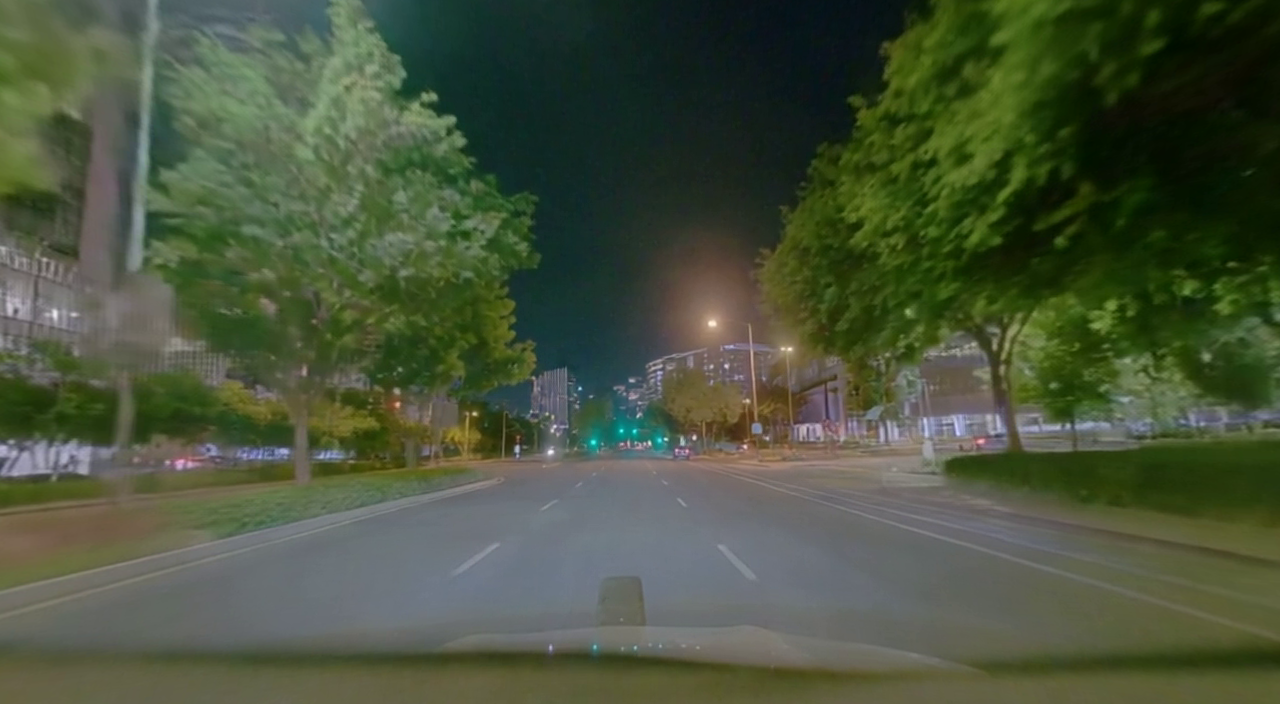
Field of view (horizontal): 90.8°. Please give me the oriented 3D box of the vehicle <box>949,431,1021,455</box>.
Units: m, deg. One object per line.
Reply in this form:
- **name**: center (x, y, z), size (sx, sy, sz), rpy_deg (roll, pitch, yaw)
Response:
- **vehicle**: center (22.197, 5.923, 40.864), size (1.834, 1.444, 4.703), rpy_deg (0, -8, -2)
